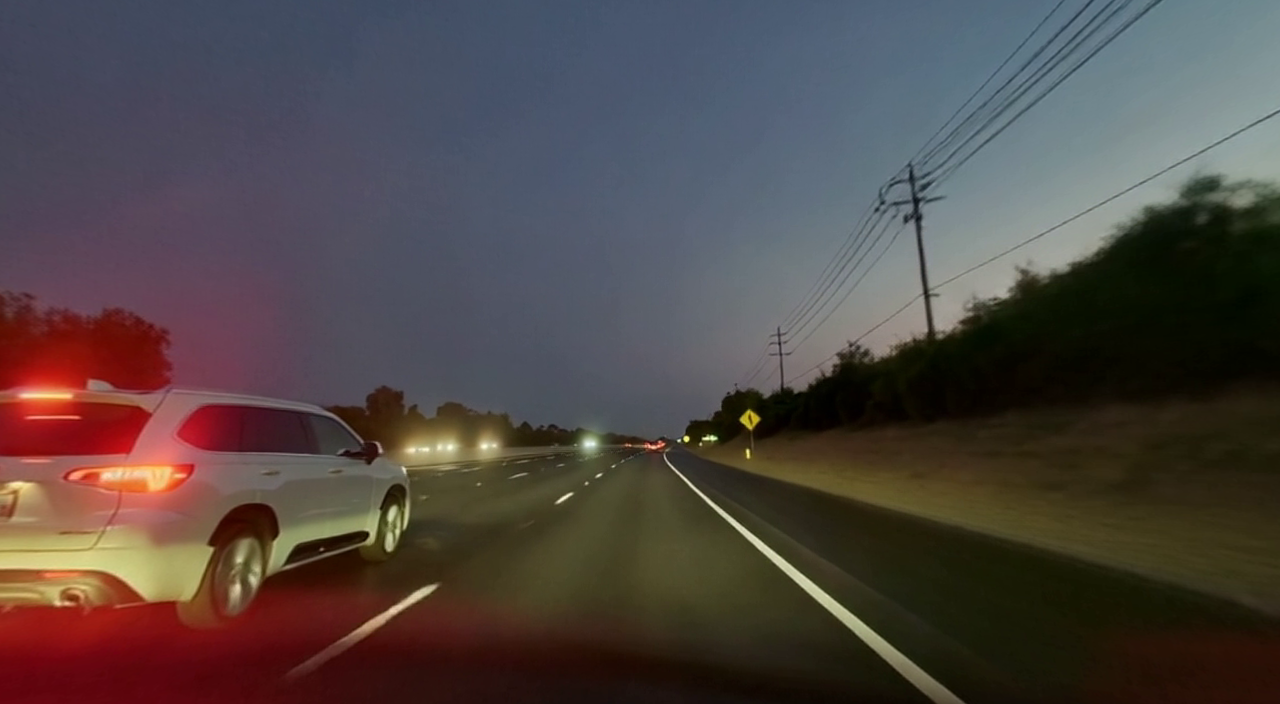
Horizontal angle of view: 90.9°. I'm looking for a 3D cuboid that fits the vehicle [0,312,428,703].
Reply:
[{"bbox_3d":[-3.832,1.151,5.455,2.136,1.975,5.037,0,-8,1],"label":"vehicle"}]
